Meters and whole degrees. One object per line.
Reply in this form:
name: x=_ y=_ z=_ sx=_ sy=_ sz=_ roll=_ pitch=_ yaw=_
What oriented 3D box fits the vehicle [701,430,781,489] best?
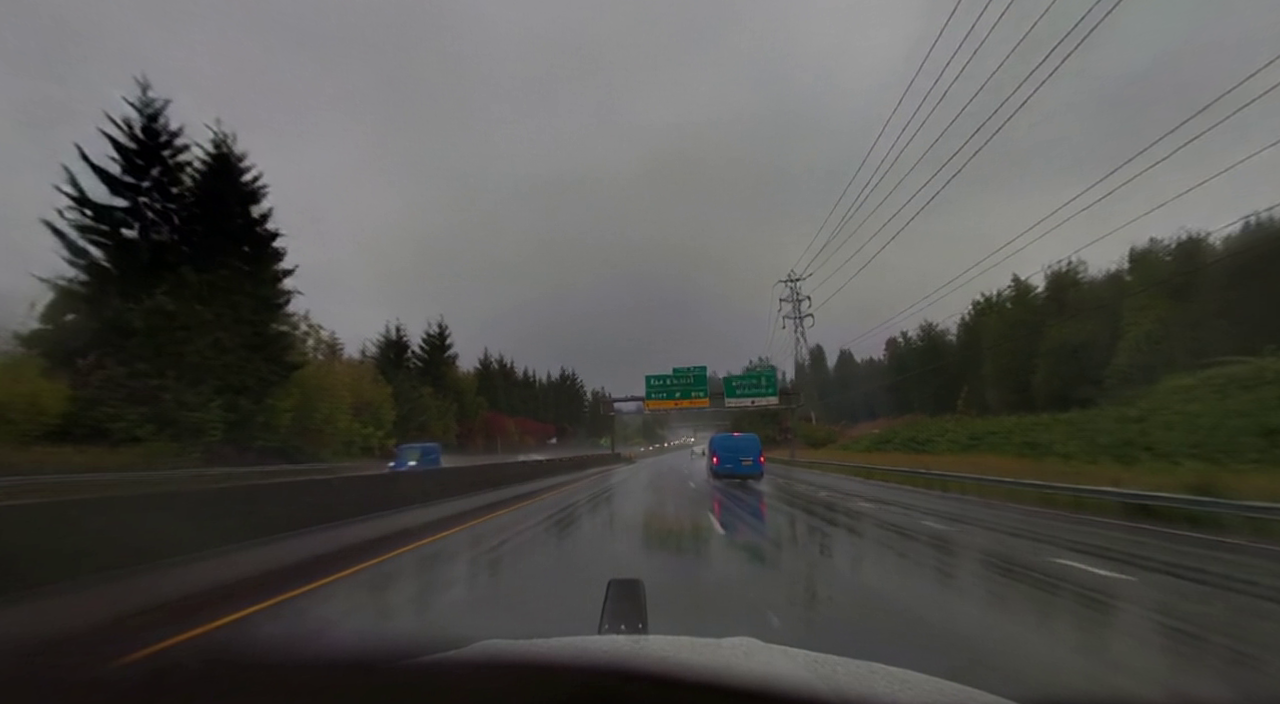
vehicle: x=3.657 y=4.024 z=23.872 sx=2.261 sy=1.969 sz=5.104 roll=0 pitch=-9 yaw=1

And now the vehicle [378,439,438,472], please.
vehicle: x=-15.994 y=7.177 z=43.699 sx=2.055 sy=2.164 sz=4.594 roll=-1 pitch=-9 yaw=5
